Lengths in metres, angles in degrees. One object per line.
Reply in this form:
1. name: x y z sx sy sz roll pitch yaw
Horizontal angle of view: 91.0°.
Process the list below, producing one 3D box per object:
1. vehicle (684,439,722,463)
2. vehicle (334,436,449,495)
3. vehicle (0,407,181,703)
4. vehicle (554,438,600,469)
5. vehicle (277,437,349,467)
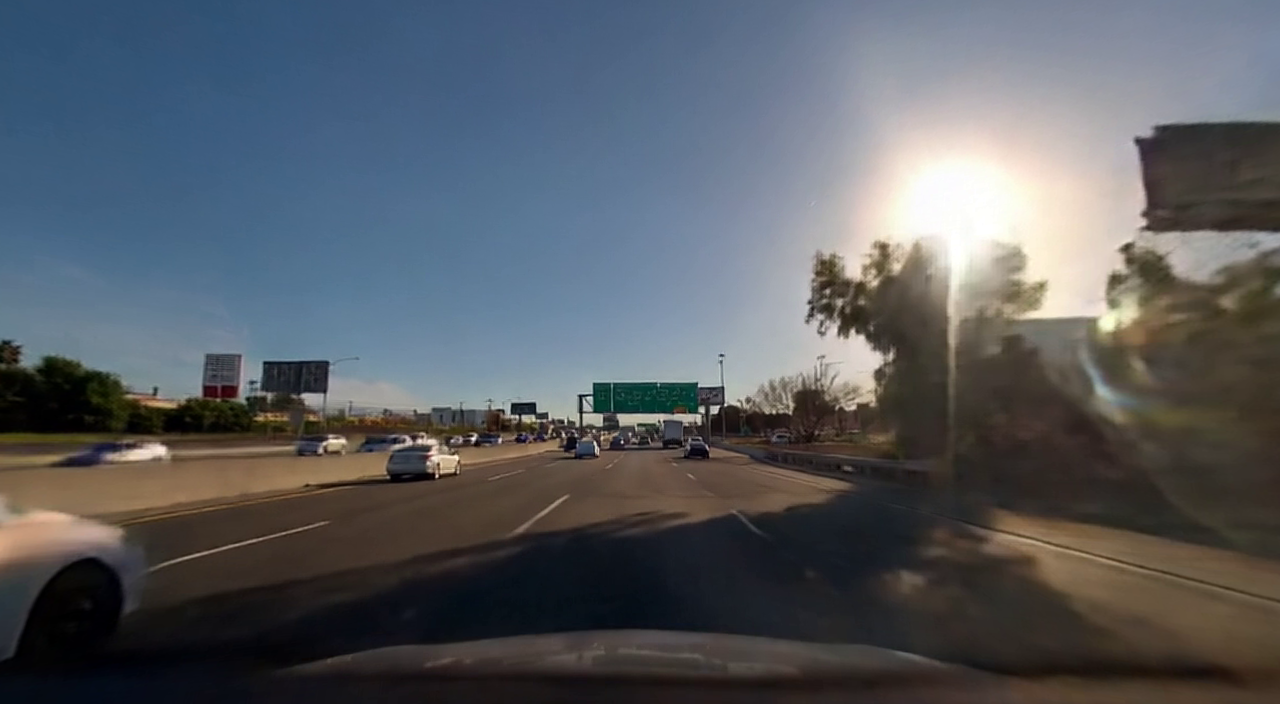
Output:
1. vehicle: 4.187 6.725 42.830 2.135 1.532 4.506 1 -9 0
2. vehicle: -7.171 3.302 18.621 1.865 1.518 3.620 0 -9 1
3. vehicle: -3.827 0.814 1.621 2.008 1.504 4.264 0 -9 1
4. vehicle: -3.355 5.492 34.123 2.001 1.577 4.055 0 -9 1
5. vehicle: -19.566 6.002 37.895 1.927 1.661 4.379 0 -9 0
